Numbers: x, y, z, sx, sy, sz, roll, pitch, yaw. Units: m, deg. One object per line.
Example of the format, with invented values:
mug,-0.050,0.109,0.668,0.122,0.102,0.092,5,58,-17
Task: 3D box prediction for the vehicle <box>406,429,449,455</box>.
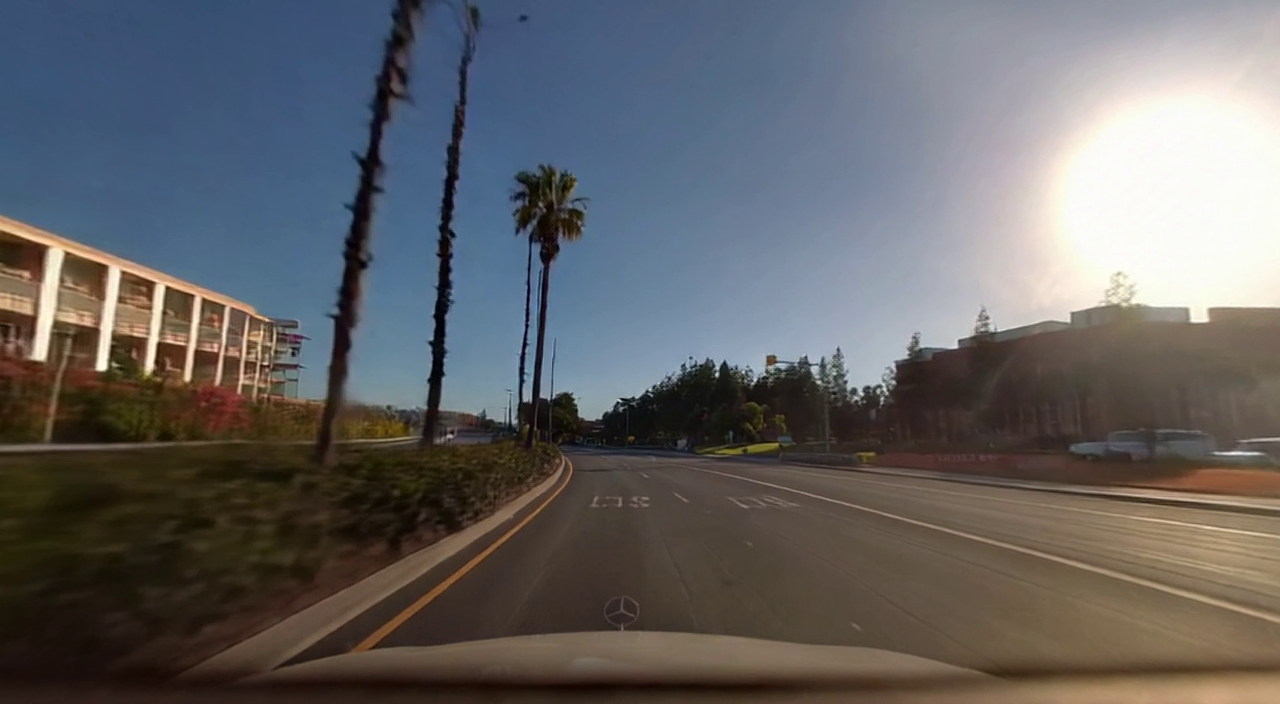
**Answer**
vehicle,-15.750,6.711,47.057,2.111,1.793,4.783,1,-9,-8
